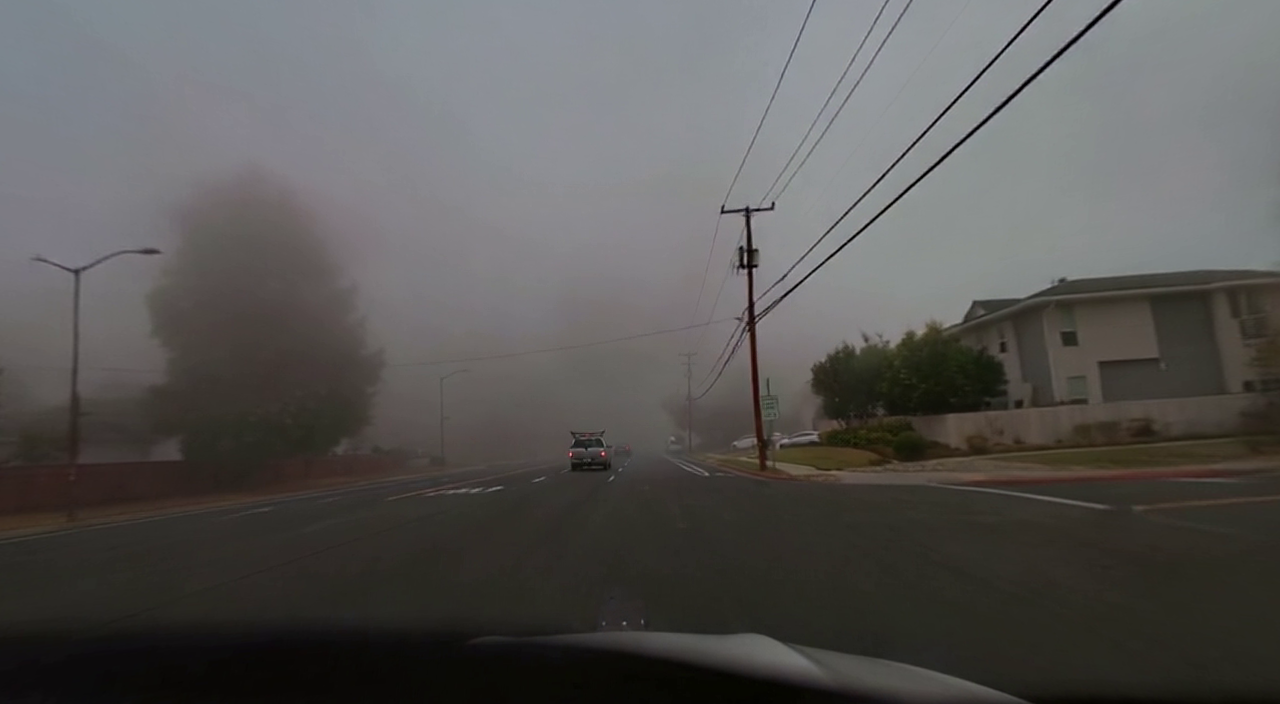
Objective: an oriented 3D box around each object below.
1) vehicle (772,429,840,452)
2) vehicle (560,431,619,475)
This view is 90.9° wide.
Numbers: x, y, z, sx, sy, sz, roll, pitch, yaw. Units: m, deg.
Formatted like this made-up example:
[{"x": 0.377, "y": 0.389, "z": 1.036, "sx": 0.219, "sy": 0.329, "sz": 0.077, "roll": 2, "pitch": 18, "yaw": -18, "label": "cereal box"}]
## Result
[{"x": 12.016, "y": 6.446, "z": 45.739, "sx": 2.212, "sy": 1.404, "sz": 4.283, "roll": 2, "pitch": -10, "yaw": -33, "label": "vehicle"}, {"x": -2.308, "y": 4.794, "z": 30.175, "sx": 2.327, "sy": 1.861, "sz": 4.941, "roll": -1, "pitch": -8, "yaw": 1, "label": "vehicle"}]
